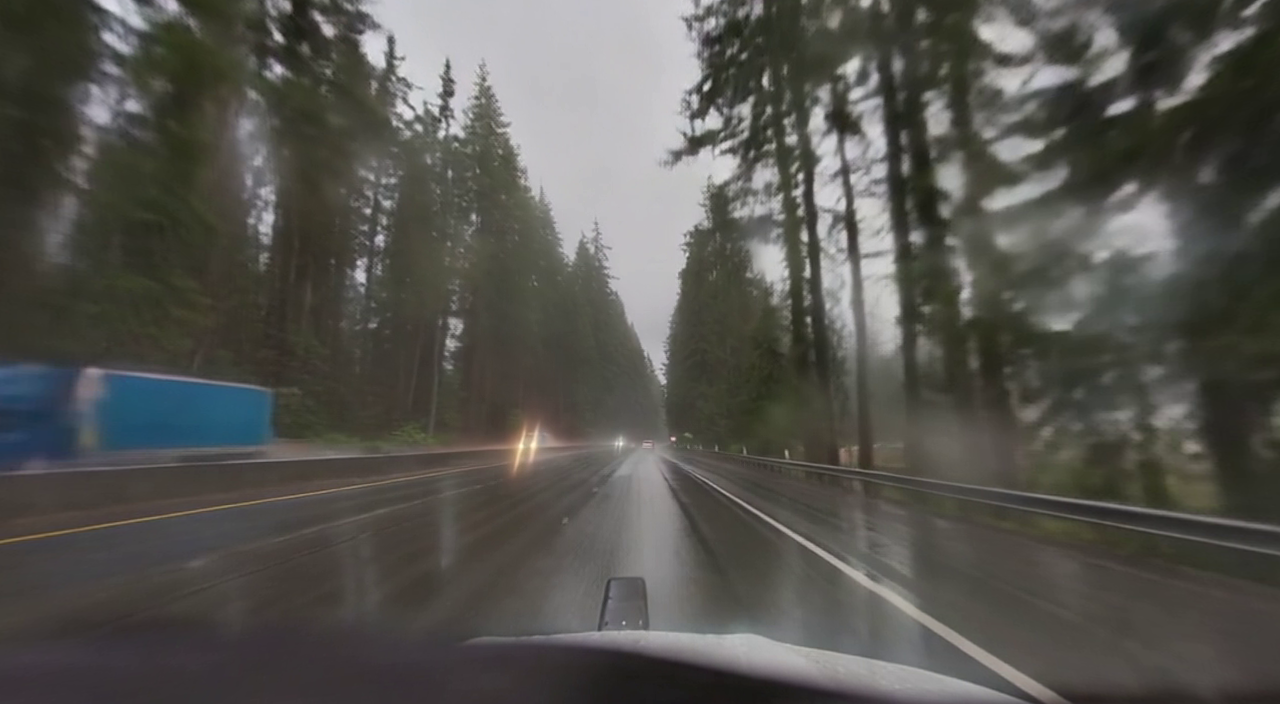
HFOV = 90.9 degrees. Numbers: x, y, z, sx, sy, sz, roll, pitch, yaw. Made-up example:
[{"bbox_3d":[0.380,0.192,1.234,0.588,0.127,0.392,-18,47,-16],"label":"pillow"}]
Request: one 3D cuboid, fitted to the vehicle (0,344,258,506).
[{"bbox_3d":[-17.226,2.469,20.087,2.939,3.962,11.102,0,-8,1],"label":"vehicle"}]
